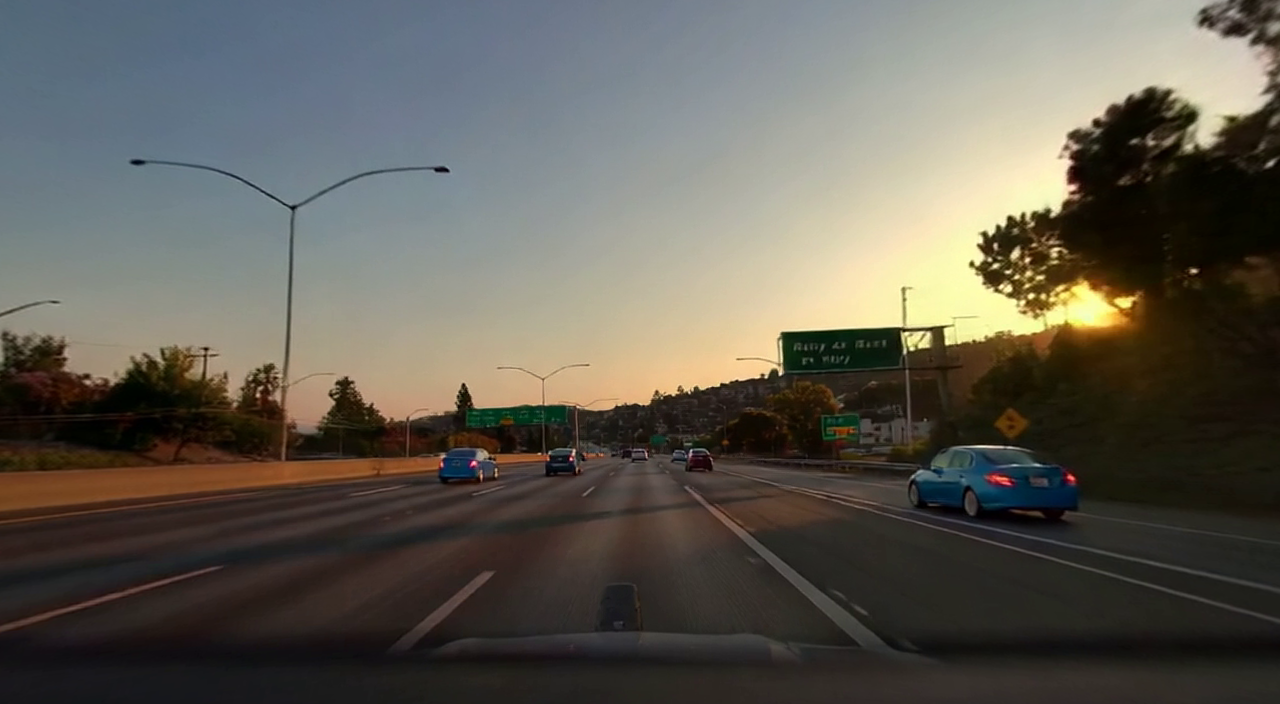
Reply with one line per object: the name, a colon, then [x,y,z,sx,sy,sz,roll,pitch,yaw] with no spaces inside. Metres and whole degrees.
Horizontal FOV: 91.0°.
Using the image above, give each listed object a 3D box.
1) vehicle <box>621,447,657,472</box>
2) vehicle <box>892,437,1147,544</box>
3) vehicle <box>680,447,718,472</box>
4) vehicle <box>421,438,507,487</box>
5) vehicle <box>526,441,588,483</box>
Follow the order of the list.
vehicle: [-0.065,6.927,40.679,2.166,1.496,4.158,0,-9,0]
vehicle: [6.651,2.430,11.816,1.981,1.587,4.519,0,-9,1]
vehicle: [3.879,7.160,42.118,2.077,1.527,4.553,0,-9,0]
vehicle: [-6.746,4.281,24.684,2.112,1.721,4.381,0,-9,0]
vehicle: [-3.580,4.822,27.871,2.091,1.664,4.157,0,-9,1]
